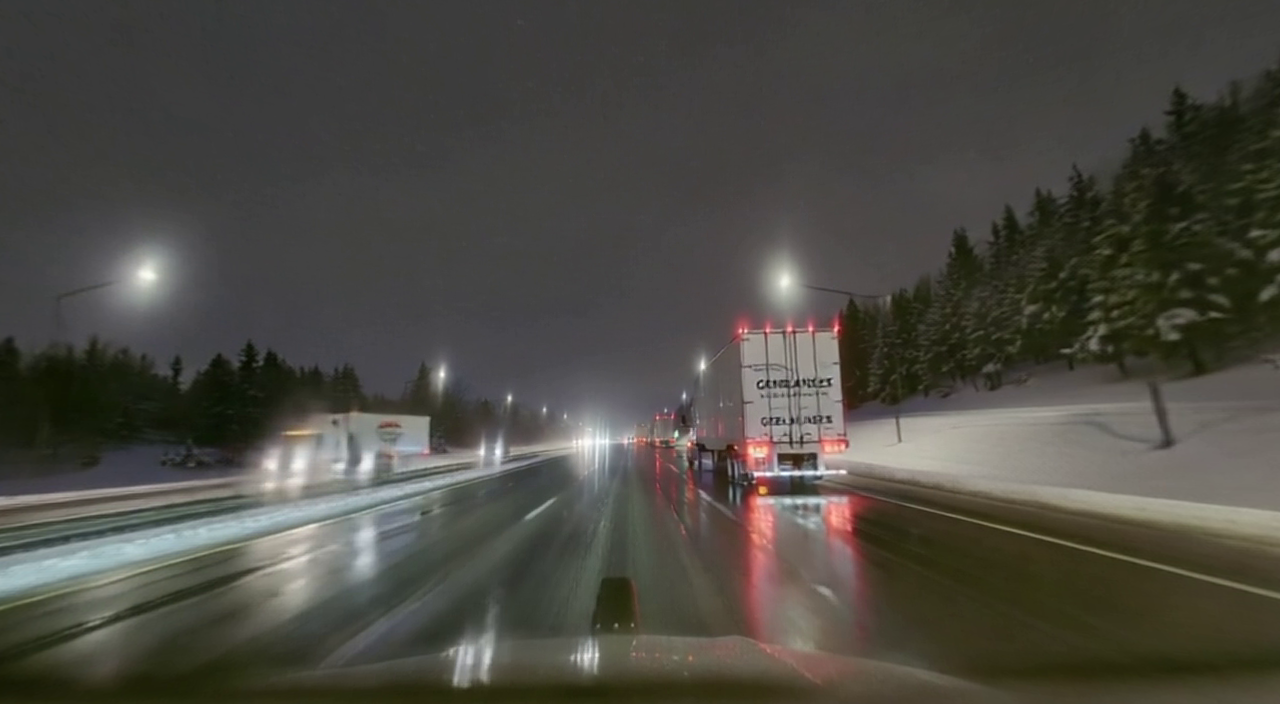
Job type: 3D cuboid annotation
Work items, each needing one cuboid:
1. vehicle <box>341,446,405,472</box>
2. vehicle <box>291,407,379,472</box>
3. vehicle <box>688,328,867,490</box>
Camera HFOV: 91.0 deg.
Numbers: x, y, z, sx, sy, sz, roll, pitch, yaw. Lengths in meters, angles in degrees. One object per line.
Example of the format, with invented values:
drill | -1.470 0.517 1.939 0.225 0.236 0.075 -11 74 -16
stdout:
vehicle | -16.313 6.519 38.685 1.916 1.450 4.484 0 -8 0
vehicle | -20.599 5.947 42.907 2.959 4.062 5.944 0 -8 -1
vehicle | 3.986 2.421 23.103 2.976 4.064 14.619 0 -8 -1
